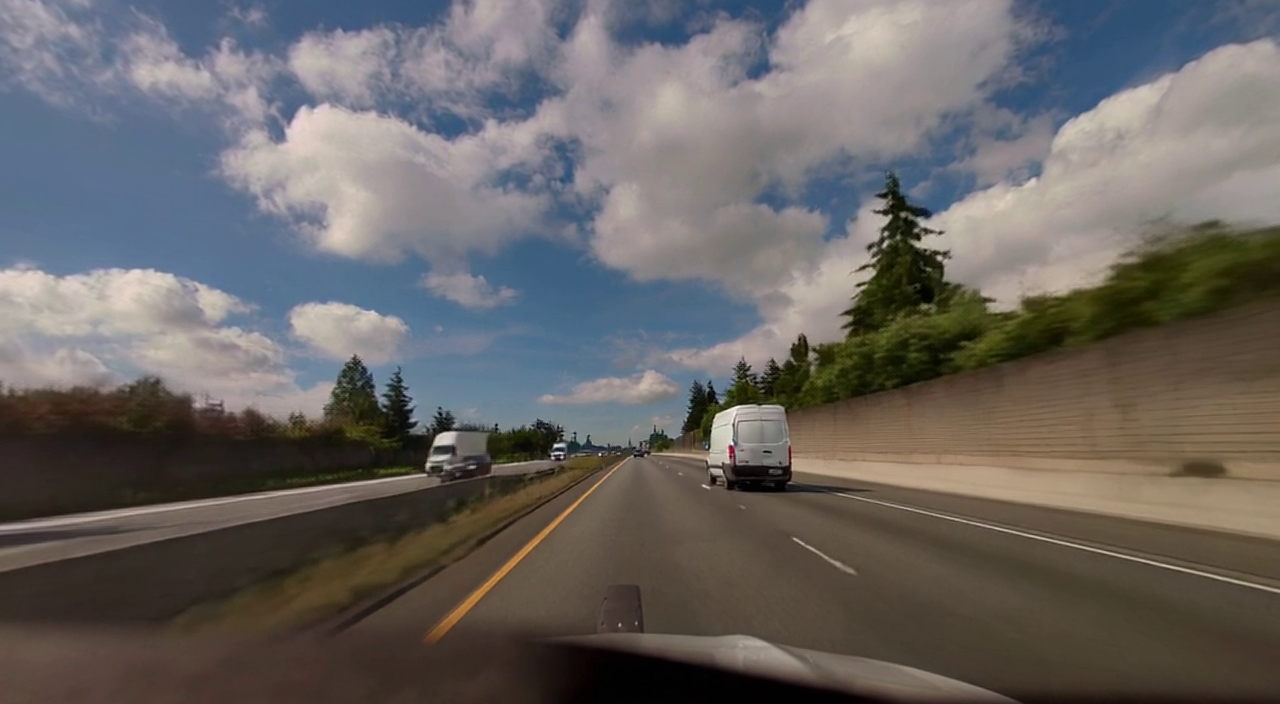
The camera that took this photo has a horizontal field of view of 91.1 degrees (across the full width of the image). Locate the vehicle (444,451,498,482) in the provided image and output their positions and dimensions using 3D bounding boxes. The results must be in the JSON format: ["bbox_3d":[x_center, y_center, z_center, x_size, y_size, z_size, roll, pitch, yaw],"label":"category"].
[{"bbox_3d":[-8.813,5.980,33.033,1.816,1.460,3.681,0,-9,0],"label":"vehicle"}]

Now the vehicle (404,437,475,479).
[{"bbox_3d":[-12.936,6.904,41.180,2.601,2.464,6.400,0,-9,-1],"label":"vehicle"}]

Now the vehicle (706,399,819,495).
[{"bbox_3d":[3.974,3.334,22.039,2.449,2.805,6.763,0,-9,-1],"label":"vehicle"}]
